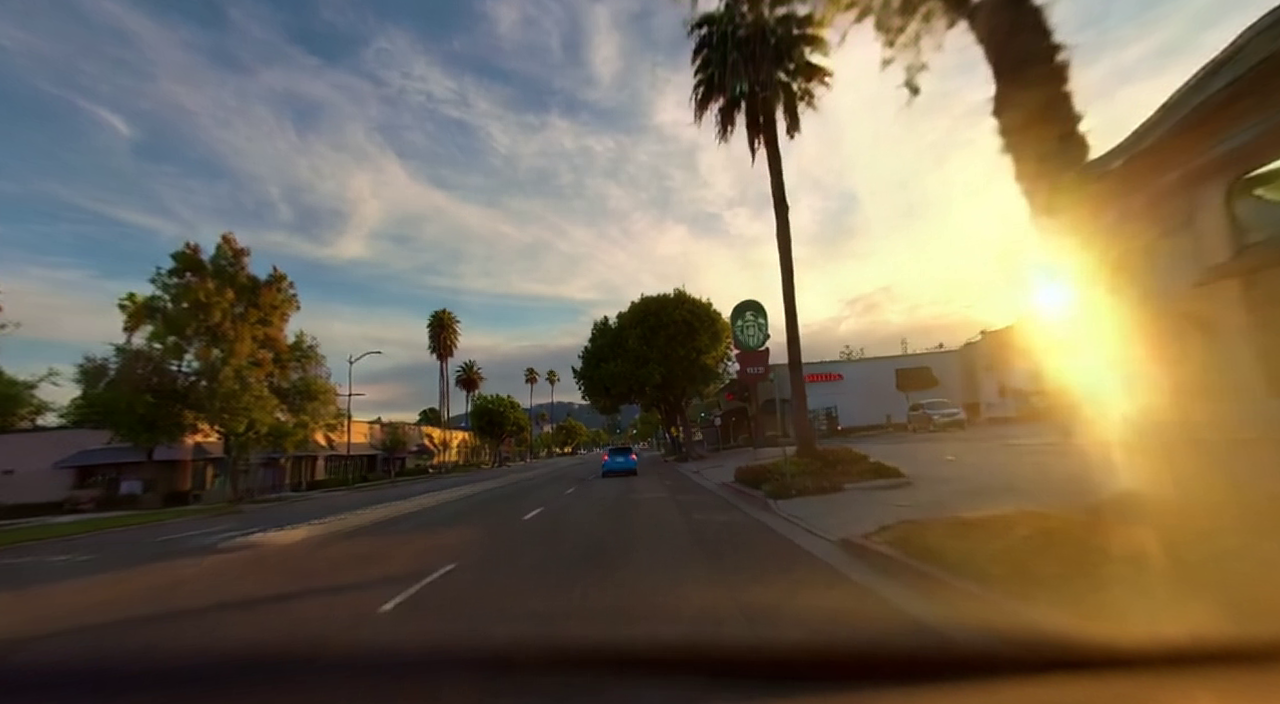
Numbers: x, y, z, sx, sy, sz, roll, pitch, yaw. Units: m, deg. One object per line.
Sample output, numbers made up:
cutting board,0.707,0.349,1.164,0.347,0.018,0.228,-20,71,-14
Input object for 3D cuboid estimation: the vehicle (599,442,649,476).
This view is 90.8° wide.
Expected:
vehicle,-0.685,4.985,29.706,2.156,1.462,4.495,0,-8,0
